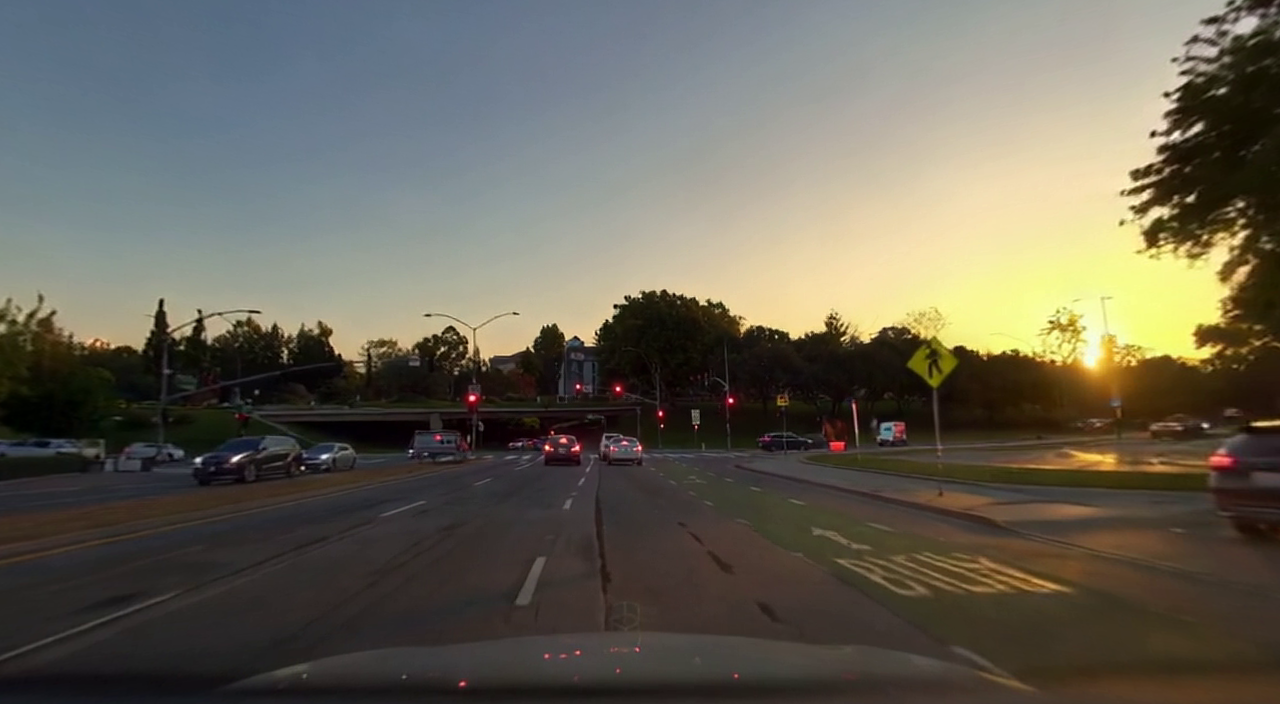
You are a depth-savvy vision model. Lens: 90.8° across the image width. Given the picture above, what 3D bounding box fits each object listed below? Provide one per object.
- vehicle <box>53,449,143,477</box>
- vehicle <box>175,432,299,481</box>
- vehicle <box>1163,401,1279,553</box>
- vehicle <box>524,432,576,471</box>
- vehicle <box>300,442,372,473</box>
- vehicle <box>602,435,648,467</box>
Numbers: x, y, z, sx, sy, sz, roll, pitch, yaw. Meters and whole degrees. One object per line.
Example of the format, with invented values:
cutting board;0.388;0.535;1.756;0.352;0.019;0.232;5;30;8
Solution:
vehicle;-38.796;7.966;45.305;4.799;1.819;1.669;-1;-8;-1
vehicle;-19.595;5.105;31.169;2.655;2.126;5.813;0;-8;-5
vehicle;8.787;1.335;6.881;4.487;1.539;1.947;0;-8;-3
vehicle;-4.029;4.541;29.029;2.057;1.610;4.891;0;-8;-5
vehicle;-16.286;5.650;34.127;1.968;1.557;4.650;1;-8;-5
vehicle;-0.818;5.005;32.017;2.176;1.489;4.518;0;-8;-3
